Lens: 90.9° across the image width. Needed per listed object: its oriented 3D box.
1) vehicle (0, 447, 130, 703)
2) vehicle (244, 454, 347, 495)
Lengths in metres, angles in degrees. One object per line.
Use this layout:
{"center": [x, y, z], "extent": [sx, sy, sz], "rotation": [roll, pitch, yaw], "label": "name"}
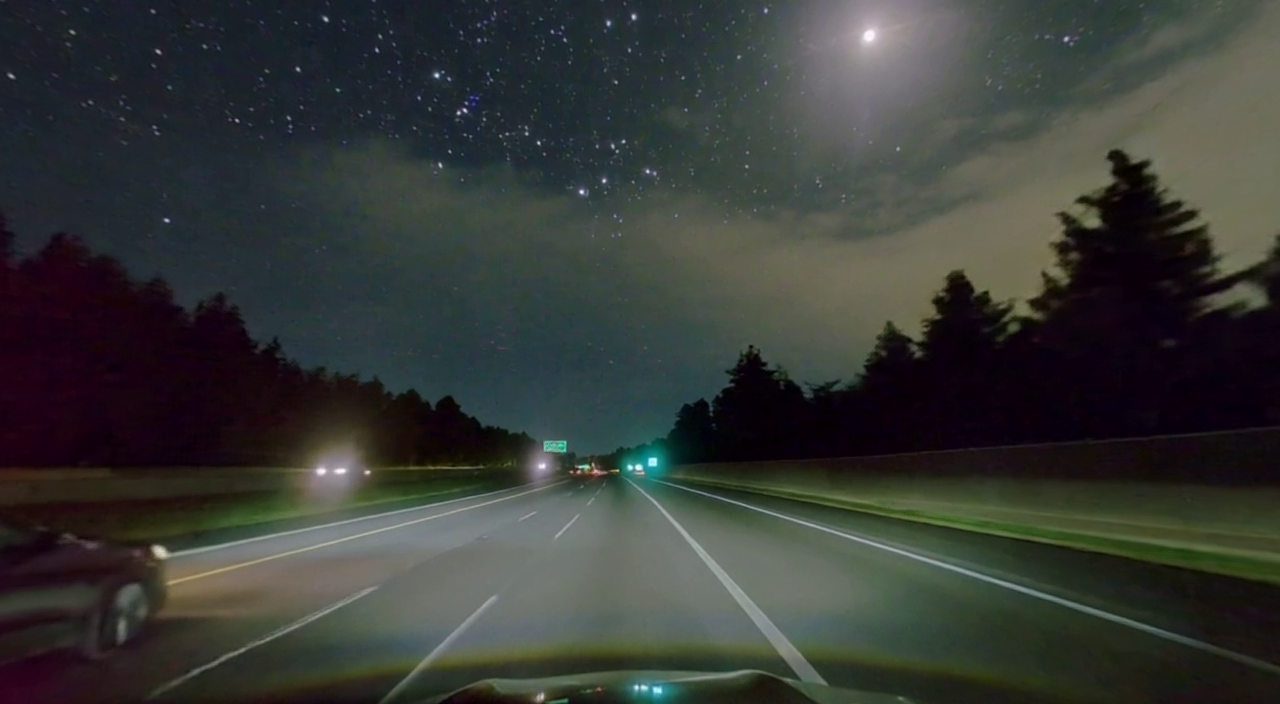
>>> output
{"center": [-4.699, 0.975, 1.942], "extent": [2.131, 1.485, 4.858], "rotation": [1, -11, 0], "label": "vehicle"}
{"center": [-13.460, 4.826, 24.897], "extent": [1.853, 1.426, 3.982], "rotation": [1, -11, -1], "label": "vehicle"}
